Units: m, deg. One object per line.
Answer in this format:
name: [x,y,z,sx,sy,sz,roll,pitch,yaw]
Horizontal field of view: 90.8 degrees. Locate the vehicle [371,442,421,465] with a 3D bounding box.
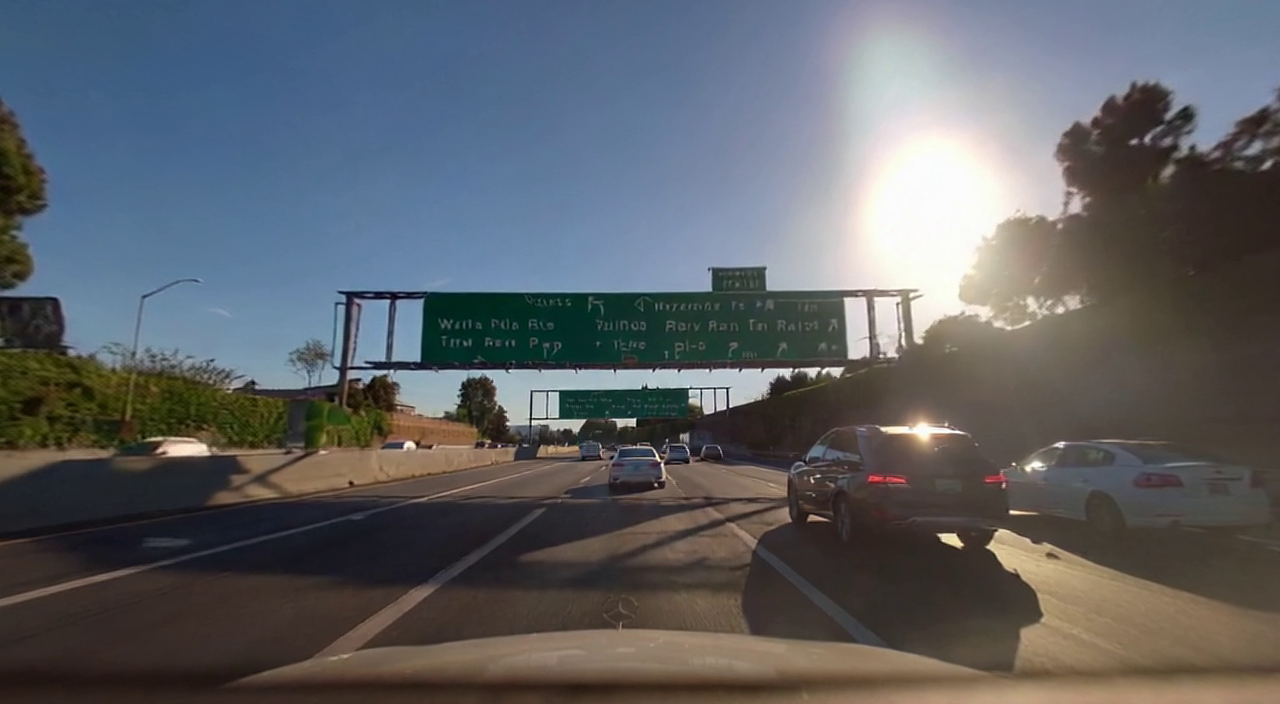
vehicle: [-18.539,7.720,48.236,1.994,1.658,4.646,0,-9,-1]

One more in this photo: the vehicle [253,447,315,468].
vehicle: [-26.166,7.747,46.590,1.857,1.452,4.788,0,-9,-1]

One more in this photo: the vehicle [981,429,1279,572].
vehicle: [6.972,1.888,8.870,1.872,1.469,4.414,0,-9,0]

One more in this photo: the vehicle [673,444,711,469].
vehicle: [3.287,6.700,40.712,1.998,1.490,4.296,0,-9,-2]

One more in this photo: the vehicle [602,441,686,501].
vehicle: [0.071,3.265,17.772,2.098,1.475,3.997,0,-9,-1]

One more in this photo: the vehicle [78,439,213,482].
vehicle: [-21.068,4.625,27.224,2.155,1.701,4.530,0,-9,-1]

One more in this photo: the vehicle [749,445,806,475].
vehicle: [6.957,5.496,32.356,1.839,1.441,4.241,0,-9,-2]

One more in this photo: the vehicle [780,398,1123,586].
vehicle: [3.545,1.710,8.536,2.162,1.800,4.693,0,-9,-1]
